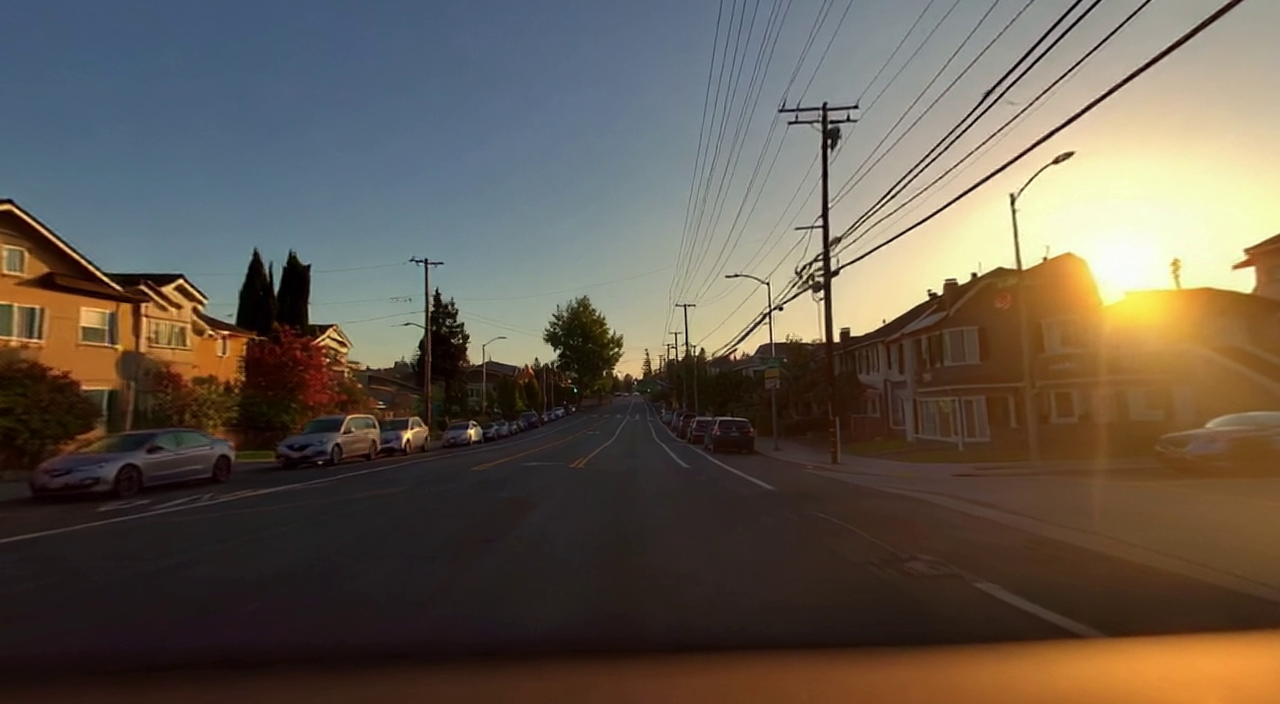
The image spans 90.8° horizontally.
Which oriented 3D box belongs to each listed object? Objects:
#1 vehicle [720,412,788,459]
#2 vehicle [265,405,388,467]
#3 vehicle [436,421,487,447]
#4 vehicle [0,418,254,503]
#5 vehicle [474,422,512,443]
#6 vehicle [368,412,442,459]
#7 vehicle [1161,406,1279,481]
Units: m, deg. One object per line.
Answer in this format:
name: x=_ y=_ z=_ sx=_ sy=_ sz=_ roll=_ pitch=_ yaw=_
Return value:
vehicle: x=4.387 y=3.329 z=24.899 sx=1.867 sy=1.680 sz=4.176 roll=0 pitch=-9 yaw=0
vehicle: x=-11.125 y=3.084 z=22.887 sx=2.056 sy=1.980 sz=4.763 roll=0 pitch=-9 yaw=-1
vehicle: x=-11.124 y=5.197 z=39.678 sx=2.051 sy=1.520 sz=4.374 roll=0 pitch=-9 yaw=-2
vehicle: x=-11.111 y=2.368 z=14.085 sx=2.082 sy=1.540 sz=4.654 roll=0 pitch=-9 yaw=0
vehicle: x=-11.366 y=6.275 z=49.051 sx=1.903 sy=1.535 sz=4.342 roll=0 pitch=-9 yaw=-1
vehicle: x=-11.327 y=4.009 z=30.766 sx=1.926 sy=1.998 sz=4.447 roll=-4 pitch=-6 yaw=-1
vehicle: x=13.636 y=2.055 z=14.634 sx=2.122 sy=1.474 sz=4.313 roll=-8 pitch=-10 yaw=41
